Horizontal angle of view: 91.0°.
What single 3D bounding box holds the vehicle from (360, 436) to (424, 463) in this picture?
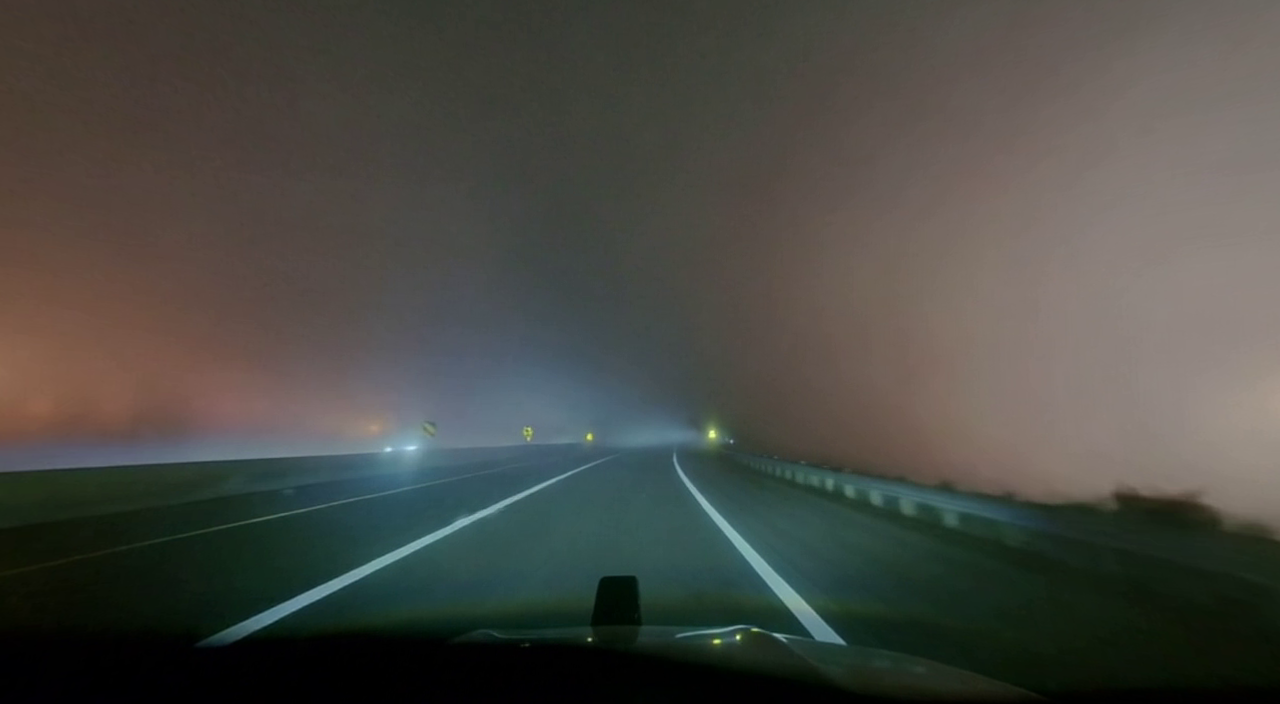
[{"bbox_3d":[-16.362,6.469,41.873,2.049,1.670,5.161,0,-8,2],"label":"vehicle"}]
